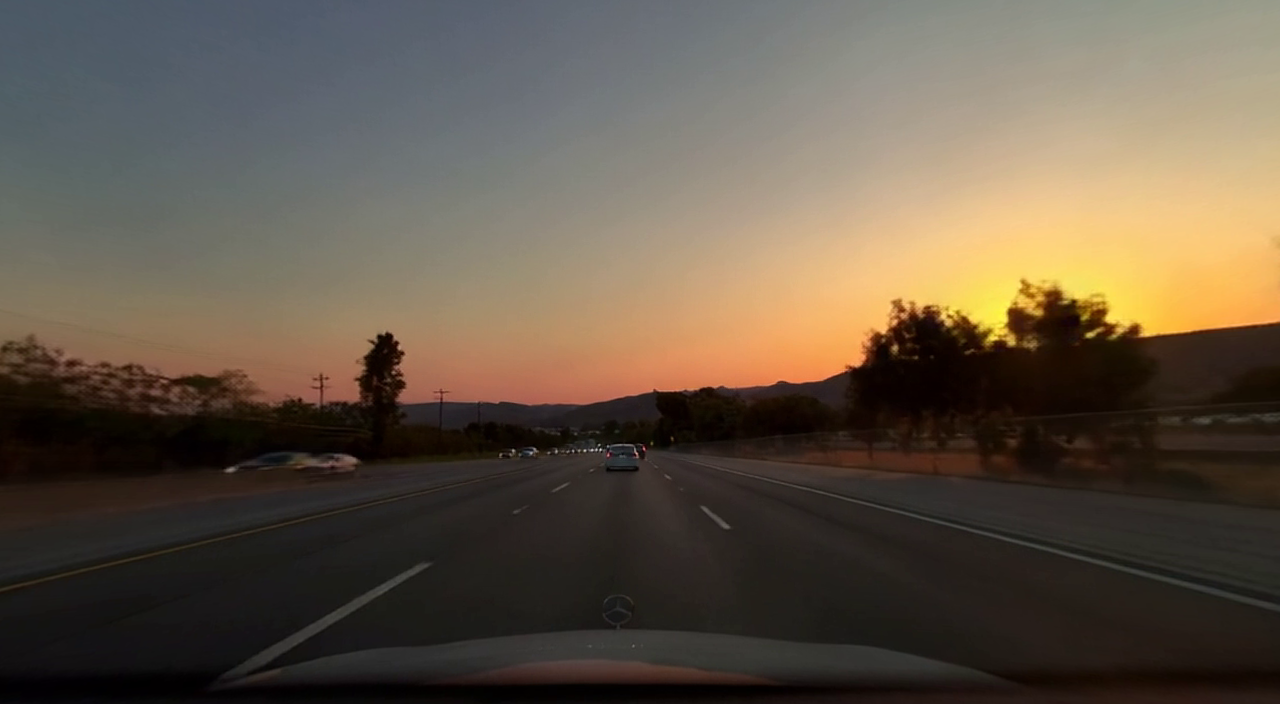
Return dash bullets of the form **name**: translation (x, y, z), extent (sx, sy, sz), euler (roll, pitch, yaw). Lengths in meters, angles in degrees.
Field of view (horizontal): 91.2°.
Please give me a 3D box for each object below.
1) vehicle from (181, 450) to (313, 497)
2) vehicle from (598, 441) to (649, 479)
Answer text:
- **vehicle**: translation (-13.651, 4.208, 22.149), extent (1.882, 1.474, 4.369), euler (0, -9, -1)
- **vehicle**: translation (-0.721, 4.755, 27.813), extent (2.095, 1.537, 4.017), euler (0, -9, -1)
